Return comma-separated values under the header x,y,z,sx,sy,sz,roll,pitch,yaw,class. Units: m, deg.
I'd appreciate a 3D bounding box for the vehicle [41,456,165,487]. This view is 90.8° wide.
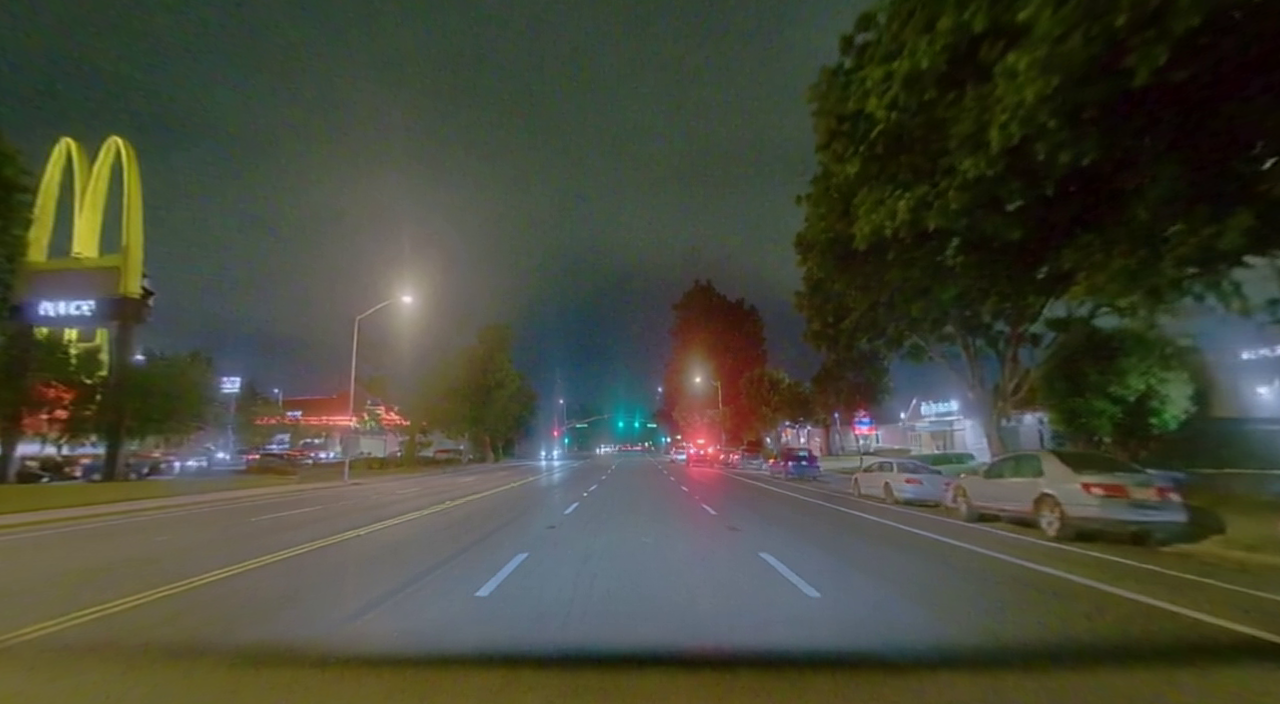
x,y,z,sx,sy,sz,roll,pitch,yaw,class
-29.603,6.572,35.057,4.702,1.535,2.292,4,-9,-26,vehicle

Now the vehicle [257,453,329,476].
x,y,z,sx,sy,sz,roll,pitch,yaw,class
-23.844,7.706,43.587,1.768,1.429,4.423,-2,-8,13,vehicle

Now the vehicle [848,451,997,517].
x,y,z,sx,sy,sz,roll,pitch,yaw,class
7.239,3.381,16.786,1.852,1.448,4.446,0,-8,-1,vehicle

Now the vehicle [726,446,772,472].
x,y,z,sx,sy,sz,roll,pitch,yaw,class
7.234,7.114,42.371,1.951,1.601,5.147,0,-8,-2,vehicle

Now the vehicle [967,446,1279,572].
x,y,z,sx,sy,sz,roll,pitch,yaw,class
7.207,2.273,10.006,1.812,1.548,4.021,0,-8,-1,vehicle

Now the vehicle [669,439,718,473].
x,y,z,sx,sy,sz,roll,pitch,yaw,class
3.045,6.024,36.881,2.293,1.814,4.589,0,-8,-2,vehicle

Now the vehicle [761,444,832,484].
x,y,z,sx,sy,sz,roll,pitch,yaw,class
7.124,5.130,29.255,1.994,1.691,4.472,0,-8,-2,vehicle
